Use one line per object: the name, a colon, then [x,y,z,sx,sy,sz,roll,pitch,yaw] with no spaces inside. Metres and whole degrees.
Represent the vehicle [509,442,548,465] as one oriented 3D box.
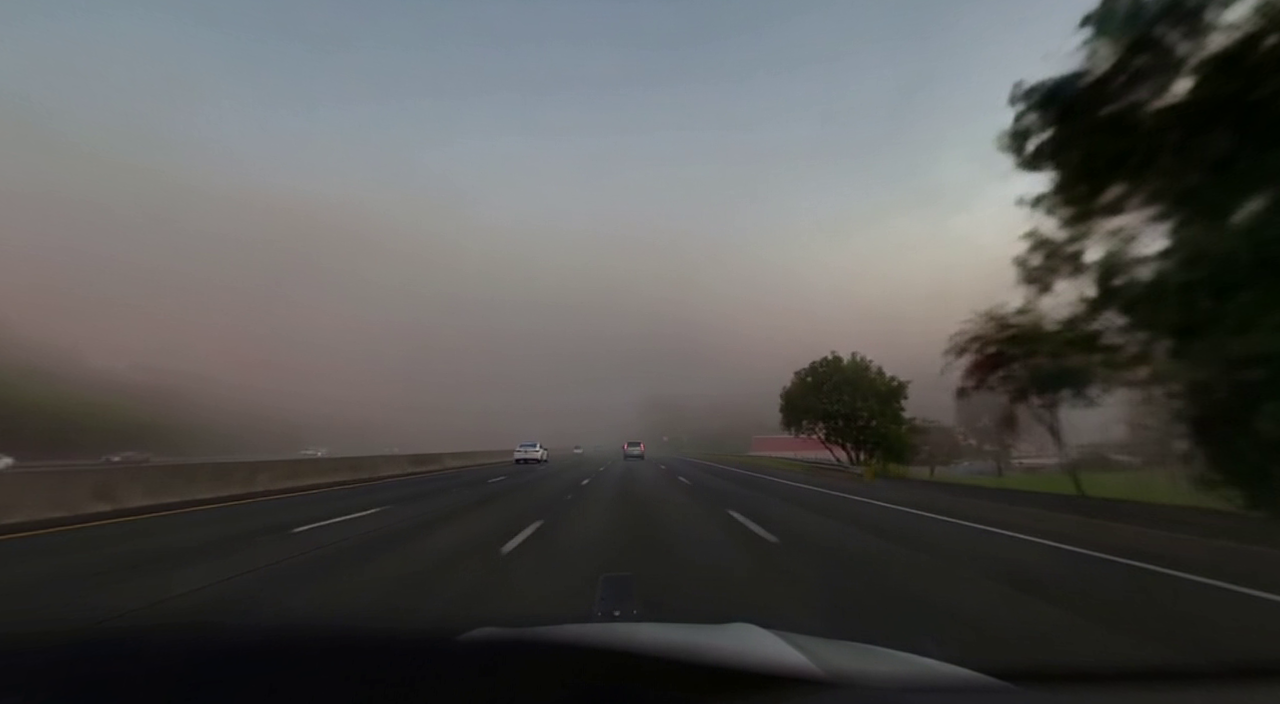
vehicle: [-7.922,7.237,45.106,1.991,1.572,4.314,0,-9,0]
